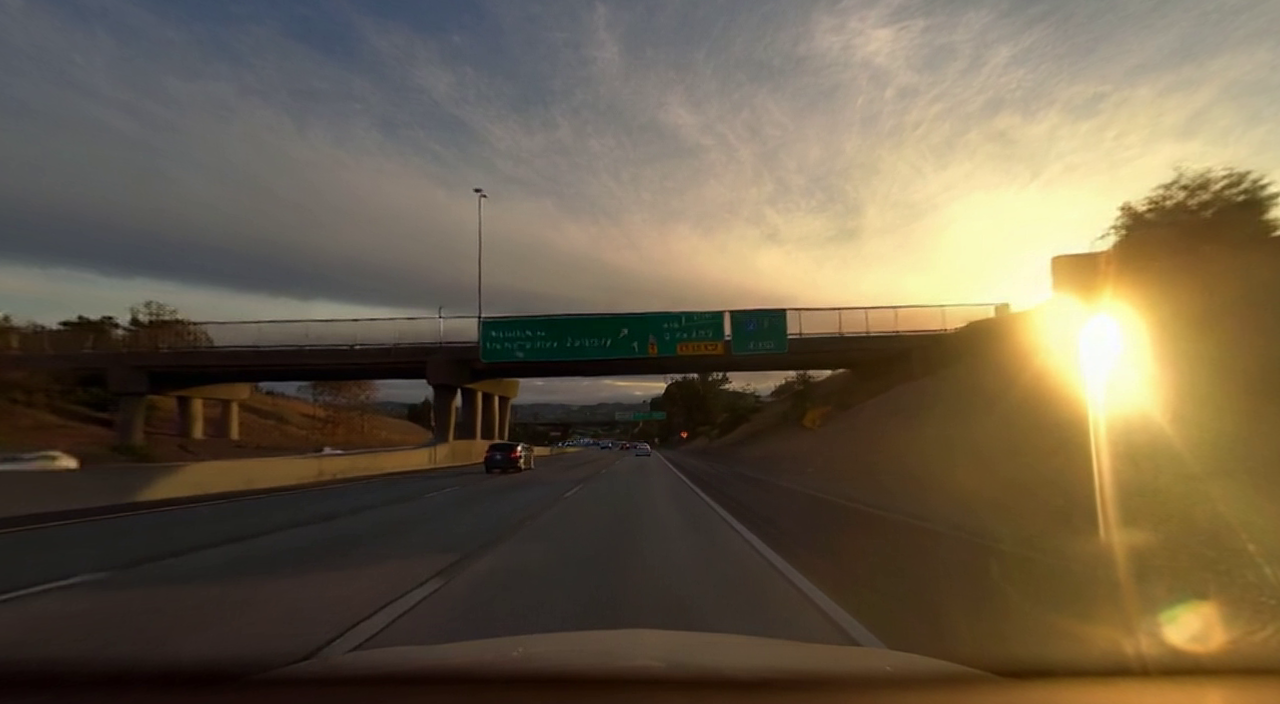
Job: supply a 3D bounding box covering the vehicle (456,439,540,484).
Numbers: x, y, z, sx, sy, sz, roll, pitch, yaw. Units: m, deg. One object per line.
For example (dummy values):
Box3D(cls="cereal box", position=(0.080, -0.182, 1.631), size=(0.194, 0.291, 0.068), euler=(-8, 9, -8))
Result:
Box3D(cls="vehicle", position=(-5.287, 4.144, 24.155), size=(1.916, 1.545, 4.757), euler=(0, -8, 2))
